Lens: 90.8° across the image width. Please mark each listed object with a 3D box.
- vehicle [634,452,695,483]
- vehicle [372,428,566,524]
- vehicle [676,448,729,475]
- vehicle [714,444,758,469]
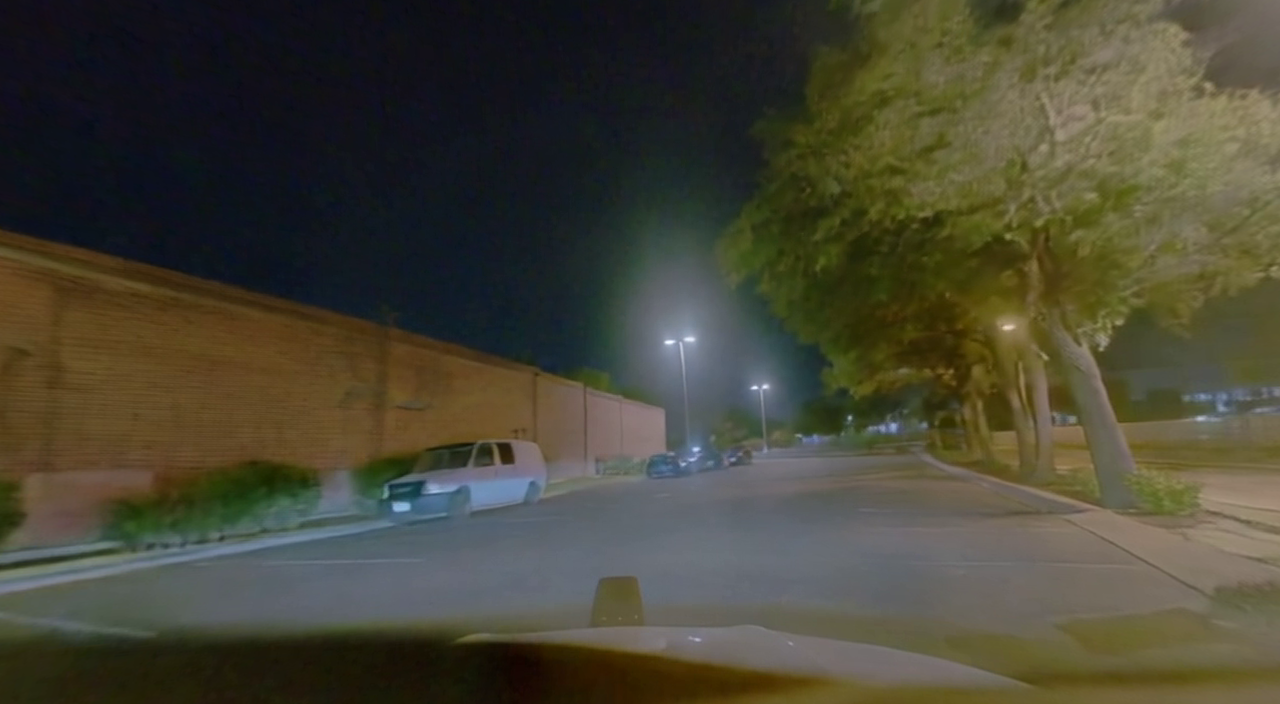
[{"bbox_3d":[1.321,5.958,32.832,1.938,1.191,3.630,-10,-10,20],"label":"vehicle"},{"bbox_3d":[-4.467,3.359,17.808,2.433,2.193,5.547,-4,-9,20],"label":"vehicle"},{"bbox_3d":[3.868,6.636,38.561,2.038,1.525,4.383,-4,-9,22],"label":"vehicle"},{"bbox_3d":[7.426,7.984,48.403,2.360,1.741,4.912,-3,-9,20],"label":"vehicle"}]
